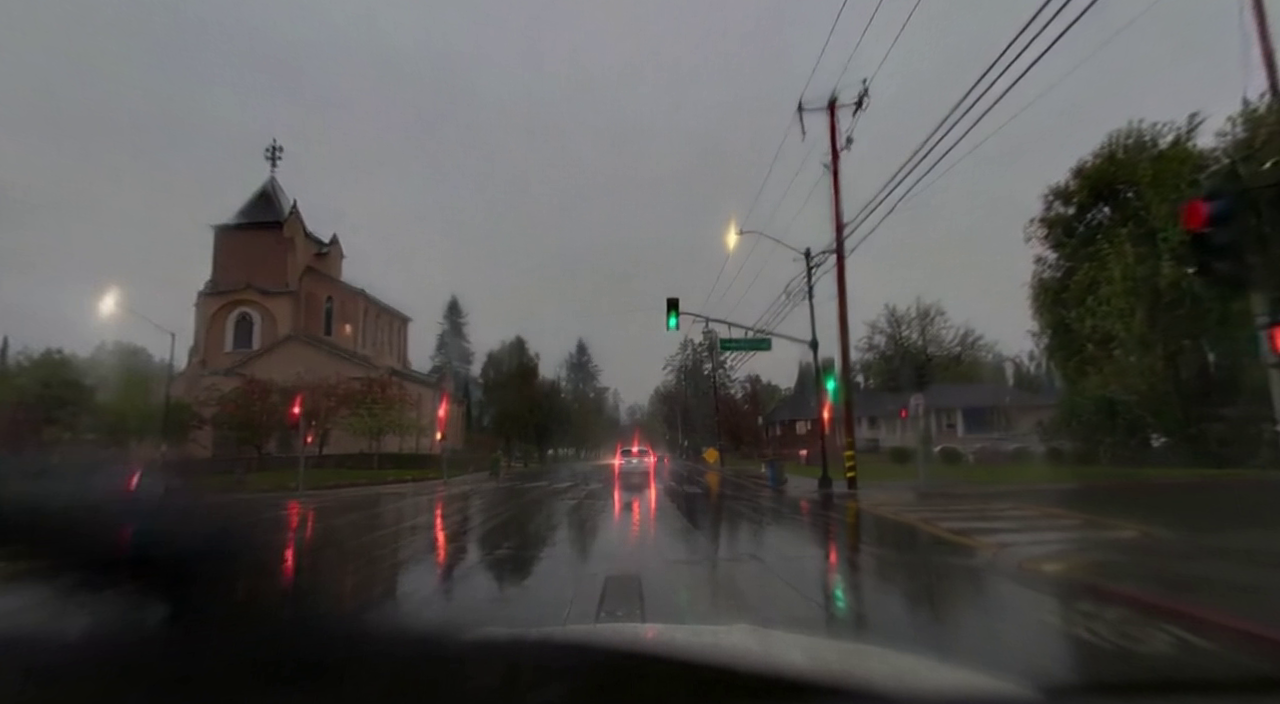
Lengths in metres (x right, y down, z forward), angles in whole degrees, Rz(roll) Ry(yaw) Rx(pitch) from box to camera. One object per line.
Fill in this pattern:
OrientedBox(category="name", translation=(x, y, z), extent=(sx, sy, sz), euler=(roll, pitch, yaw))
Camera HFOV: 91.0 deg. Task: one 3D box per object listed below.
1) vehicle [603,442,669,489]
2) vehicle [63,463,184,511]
OrientedBox(category="vehicle", translation=(-0.148, 3.907, 22.041), extent=(2.093, 1.497, 4.010), euler=(0, -8, -1))
OrientedBox(category="vehicle", translation=(-18.861, 4.862, 22.989), extent=(3.578, 1.488, 1.930), euler=(-4, -9, 25))
